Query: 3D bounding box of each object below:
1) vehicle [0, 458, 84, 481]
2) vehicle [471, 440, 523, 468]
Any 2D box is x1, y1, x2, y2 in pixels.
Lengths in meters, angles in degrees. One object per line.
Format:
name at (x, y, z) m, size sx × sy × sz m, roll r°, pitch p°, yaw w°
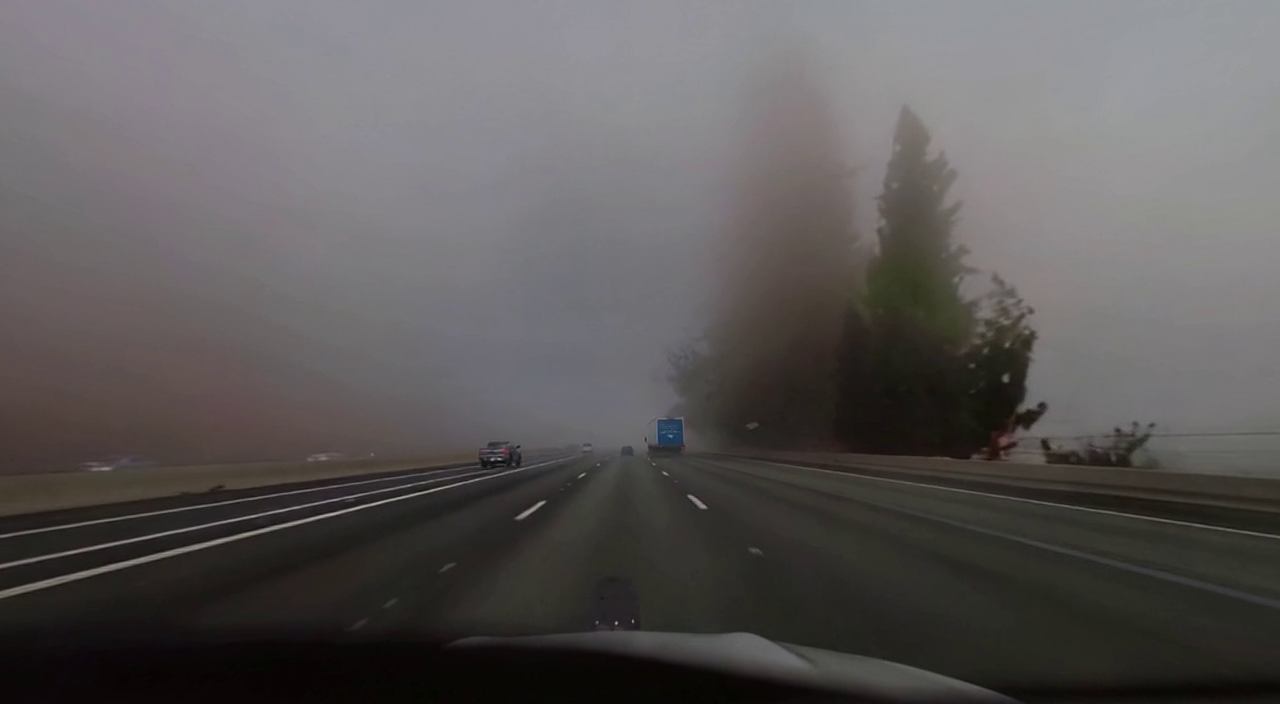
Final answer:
vehicle at (-44.845, 8.827, 47.548) m, size 1.869 × 1.517 × 4.593 m, roll 0°, pitch -9°, yaw -1°
vehicle at (-8.216, 5.911, 36.749) m, size 2.033 × 1.494 × 4.508 m, roll 0°, pitch -9°, yaw 0°
